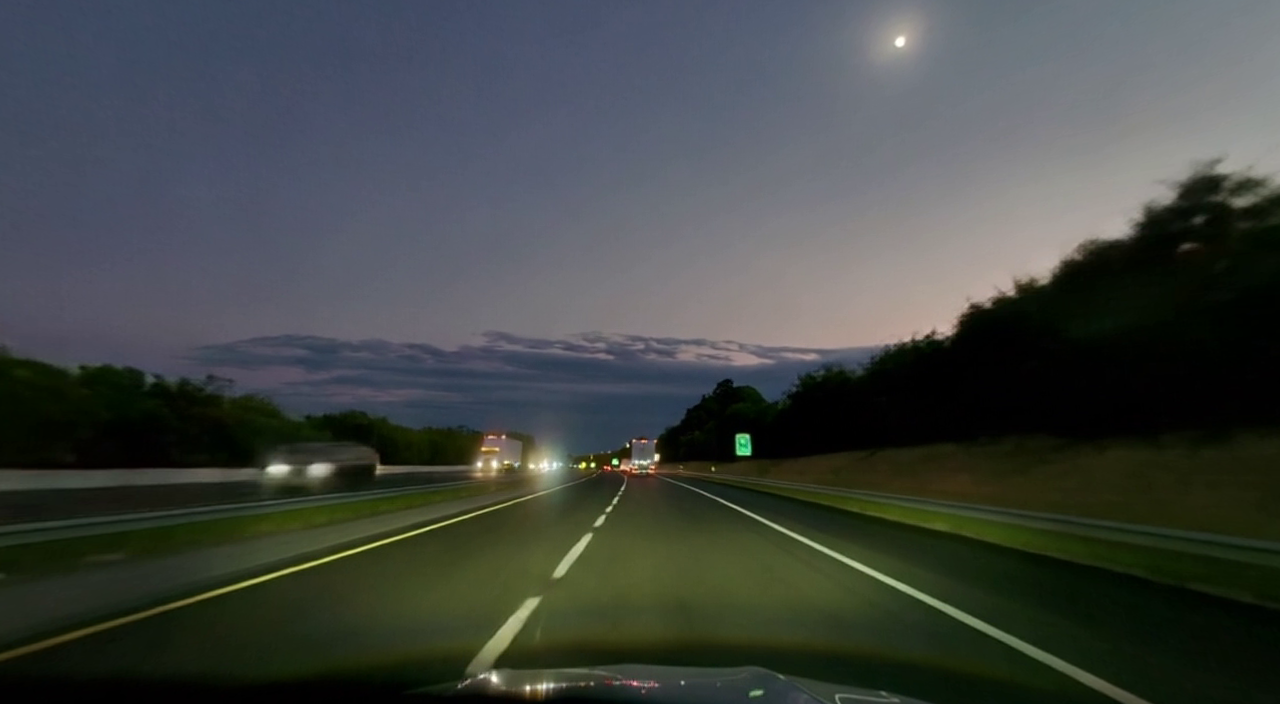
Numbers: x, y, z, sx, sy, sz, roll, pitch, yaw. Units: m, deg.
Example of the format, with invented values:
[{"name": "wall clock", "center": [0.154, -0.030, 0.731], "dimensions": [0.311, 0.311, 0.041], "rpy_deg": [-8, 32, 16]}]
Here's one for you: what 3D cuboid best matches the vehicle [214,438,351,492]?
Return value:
[{"name": "vehicle", "center": [-12.091, 3.913, 21.717], "dimensions": [2.159, 1.622, 4.230], "rpy_deg": [1, -11, 0]}]
